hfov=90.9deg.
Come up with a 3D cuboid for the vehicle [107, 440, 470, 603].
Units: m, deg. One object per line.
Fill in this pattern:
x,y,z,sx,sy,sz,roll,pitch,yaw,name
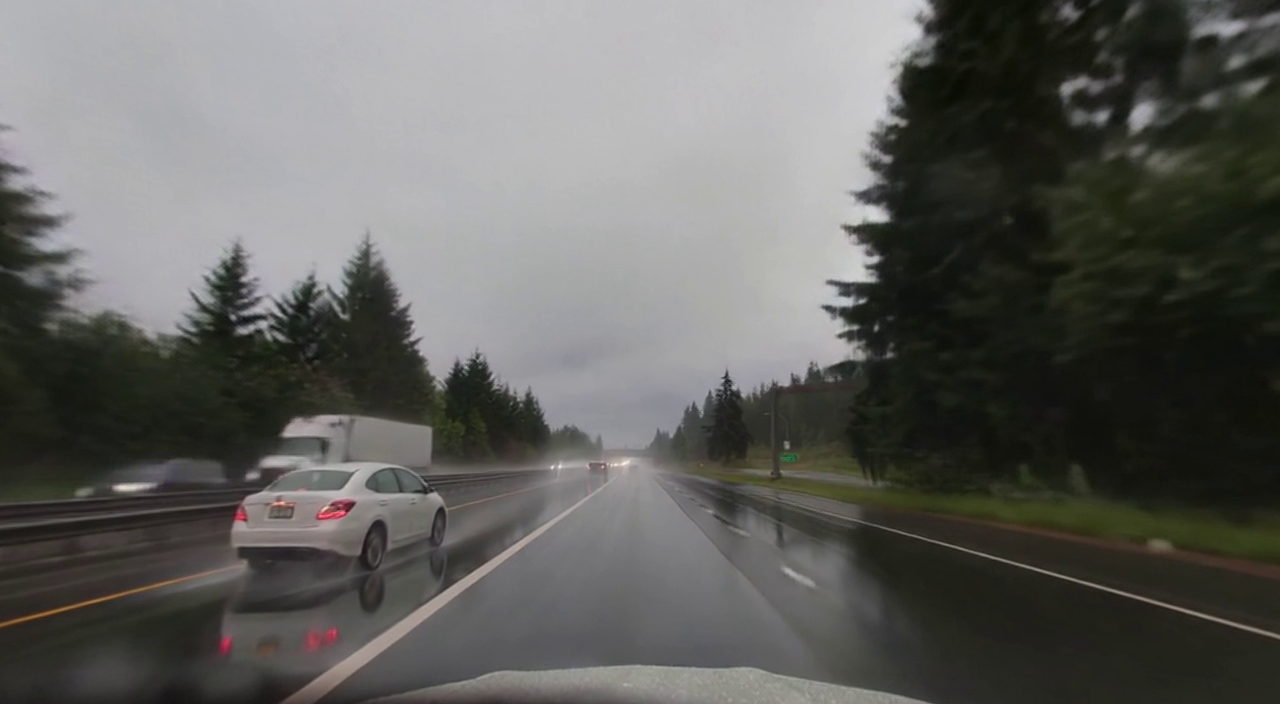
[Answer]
-3.806,1.957,8.020,1.998,1.427,4.462,1,-11,0,vehicle
